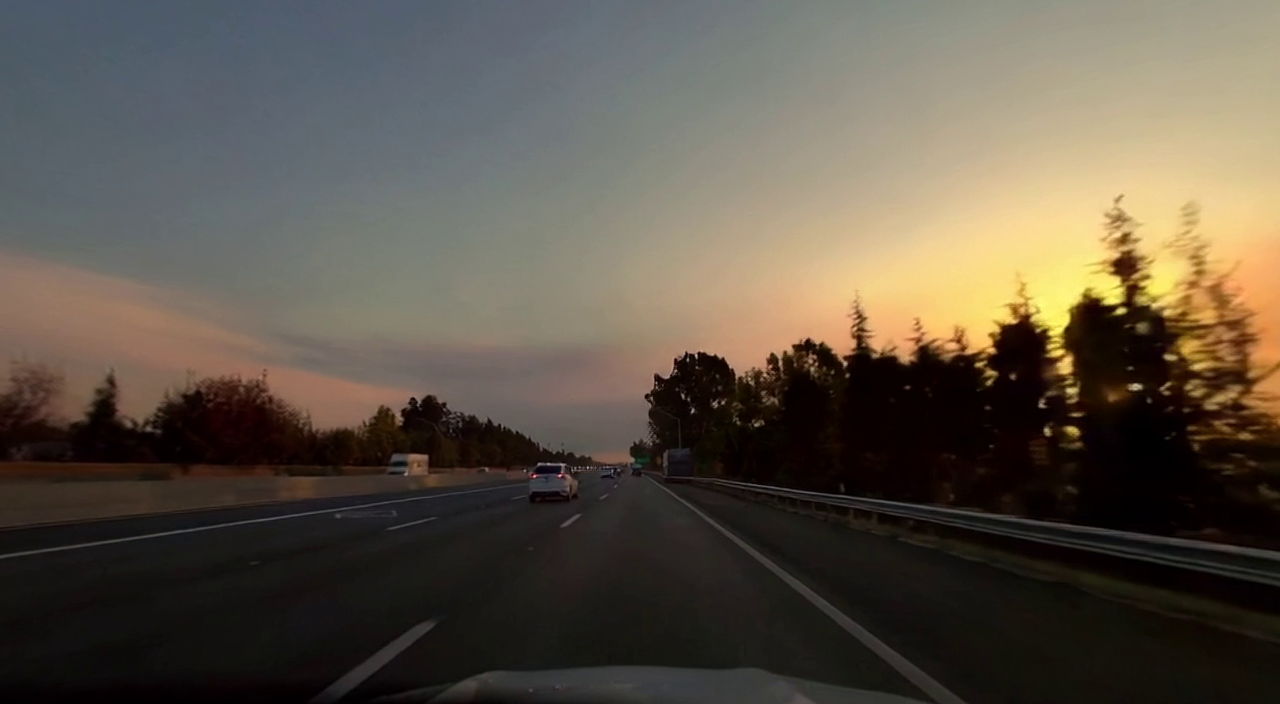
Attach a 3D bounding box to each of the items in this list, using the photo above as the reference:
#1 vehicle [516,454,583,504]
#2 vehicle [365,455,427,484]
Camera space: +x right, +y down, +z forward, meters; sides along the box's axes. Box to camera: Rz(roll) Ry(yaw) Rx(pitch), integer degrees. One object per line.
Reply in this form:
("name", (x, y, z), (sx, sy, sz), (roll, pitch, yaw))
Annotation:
("vehicle", (-3.682, 5.296, 26.458), (2.036, 1.835, 4.888), (1, -10, 0))
("vehicle", (-18.087, 8.769, 47.011), (2.157, 2.031, 5.648), (0, -10, 2))
